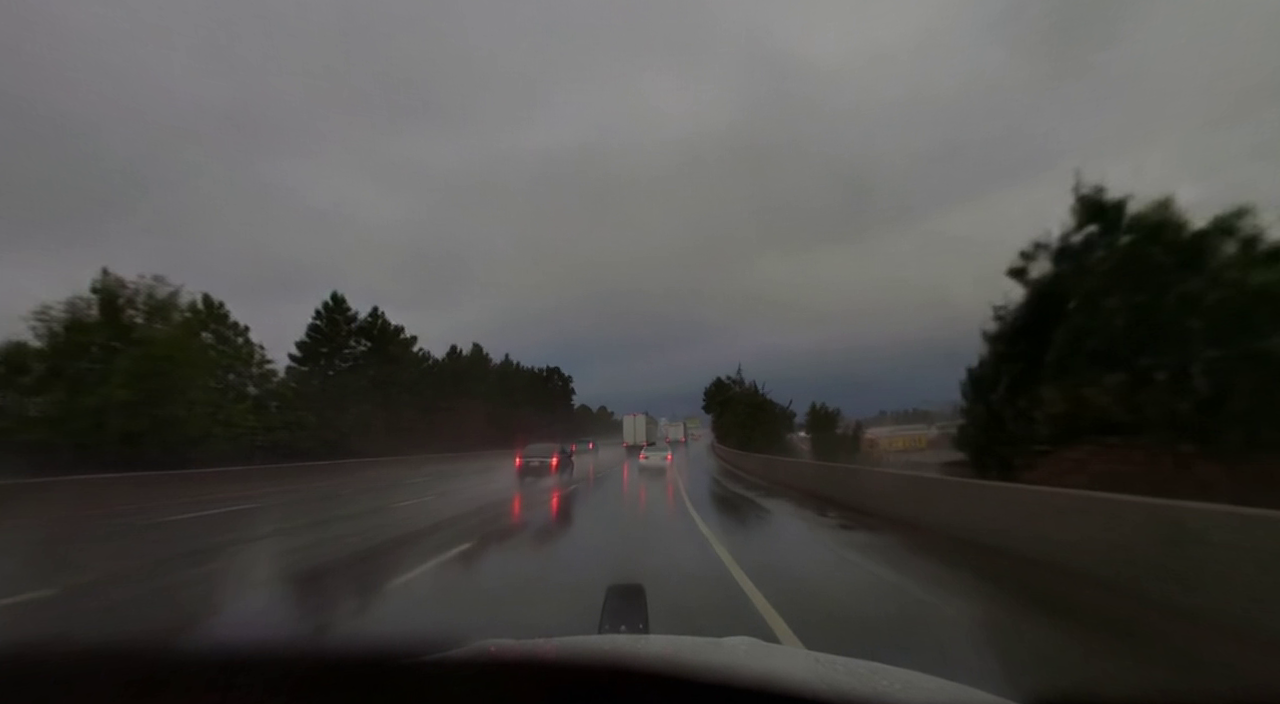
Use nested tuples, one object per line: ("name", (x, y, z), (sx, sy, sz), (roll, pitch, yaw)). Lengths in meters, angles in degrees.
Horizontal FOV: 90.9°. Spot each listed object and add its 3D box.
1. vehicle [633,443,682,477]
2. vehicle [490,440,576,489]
("vehicle", (0.786, 4.719, 27.865), (1.984, 1.365, 3.767), (-1, -9, 2))
("vehicle", (-3.523, 3.811, 21.715), (1.916, 1.486, 4.631), (-1, -9, 3))
